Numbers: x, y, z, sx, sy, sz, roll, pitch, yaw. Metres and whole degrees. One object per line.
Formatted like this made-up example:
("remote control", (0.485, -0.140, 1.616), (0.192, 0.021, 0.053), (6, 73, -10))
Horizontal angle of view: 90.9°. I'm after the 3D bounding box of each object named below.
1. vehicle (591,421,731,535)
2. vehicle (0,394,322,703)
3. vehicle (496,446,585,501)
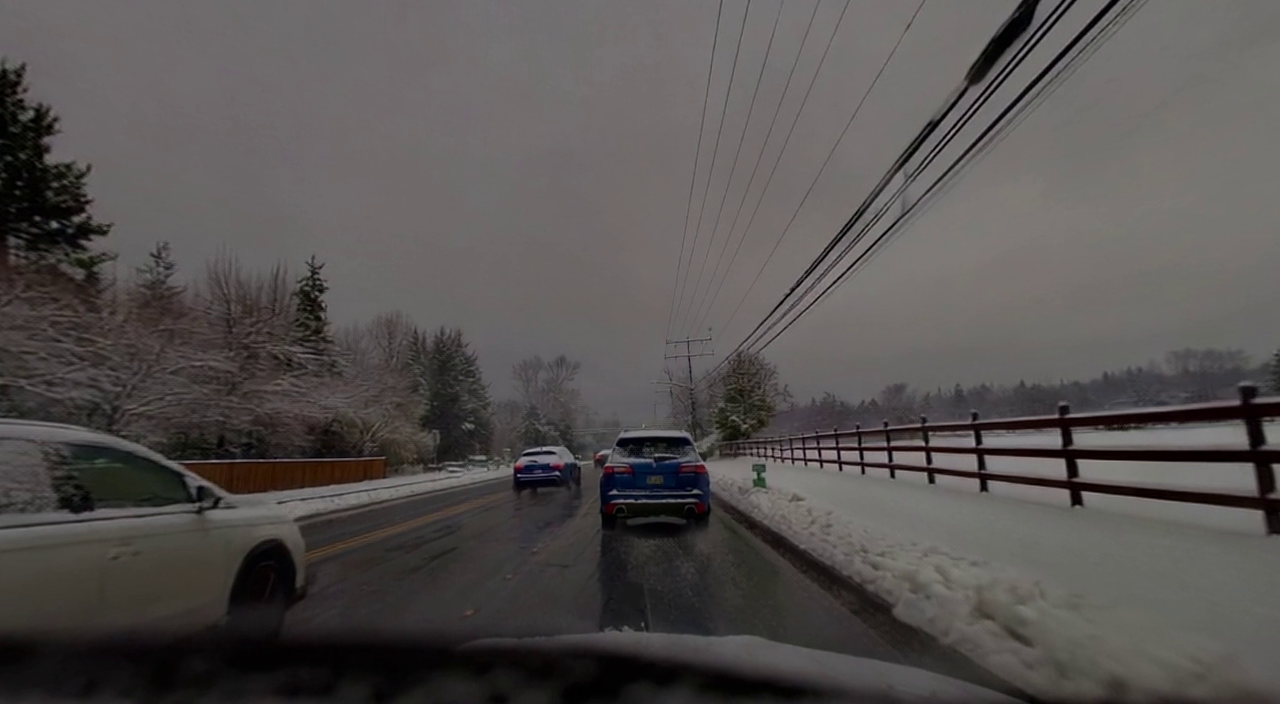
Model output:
("vehicle", (0.351, 2.277, 11.949), (2.174, 1.749, 4.113), (0, -8, 1))
("vehicle", (-3.398, 0.977, 2.483), (2.033, 1.574, 4.132), (0, -8, 1))
("vehicle", (-2.920, 3.645, 19.408), (1.979, 1.489, 4.006), (0, -8, 1))
